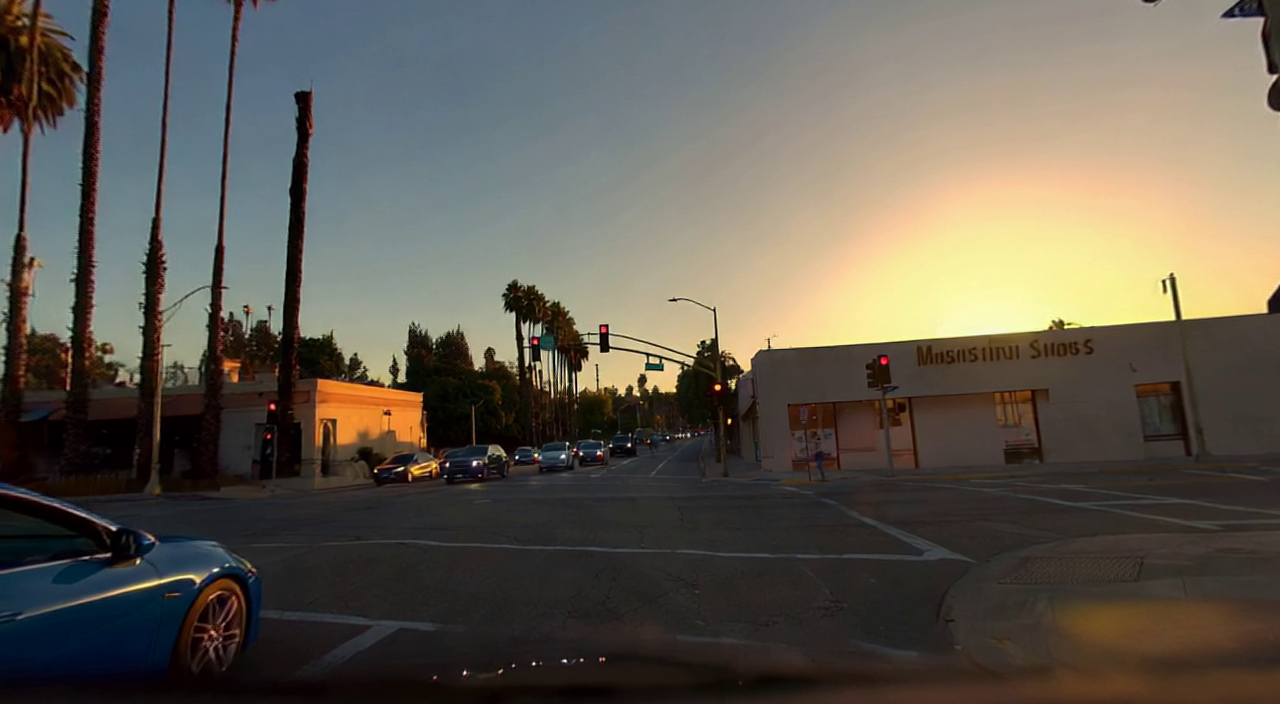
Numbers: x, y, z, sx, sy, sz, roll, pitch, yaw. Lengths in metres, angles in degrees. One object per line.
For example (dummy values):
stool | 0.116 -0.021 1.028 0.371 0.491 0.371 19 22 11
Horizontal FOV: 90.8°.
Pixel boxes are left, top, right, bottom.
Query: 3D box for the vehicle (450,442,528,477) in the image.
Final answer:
vehicle | -8.437 6.082 35.942 2.152 1.825 5.406 -2 -9 11

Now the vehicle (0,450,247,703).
vehicle | -3.698 1.024 2.248 1.850 1.325 4.295 0 -9 0

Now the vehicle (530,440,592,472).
vehicle | -4.527 6.063 36.903 2.092 1.709 4.775 -2 -9 12

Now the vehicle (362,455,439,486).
vehicle | -12.657 6.260 33.723 1.880 1.440 4.418 -3 -9 9
